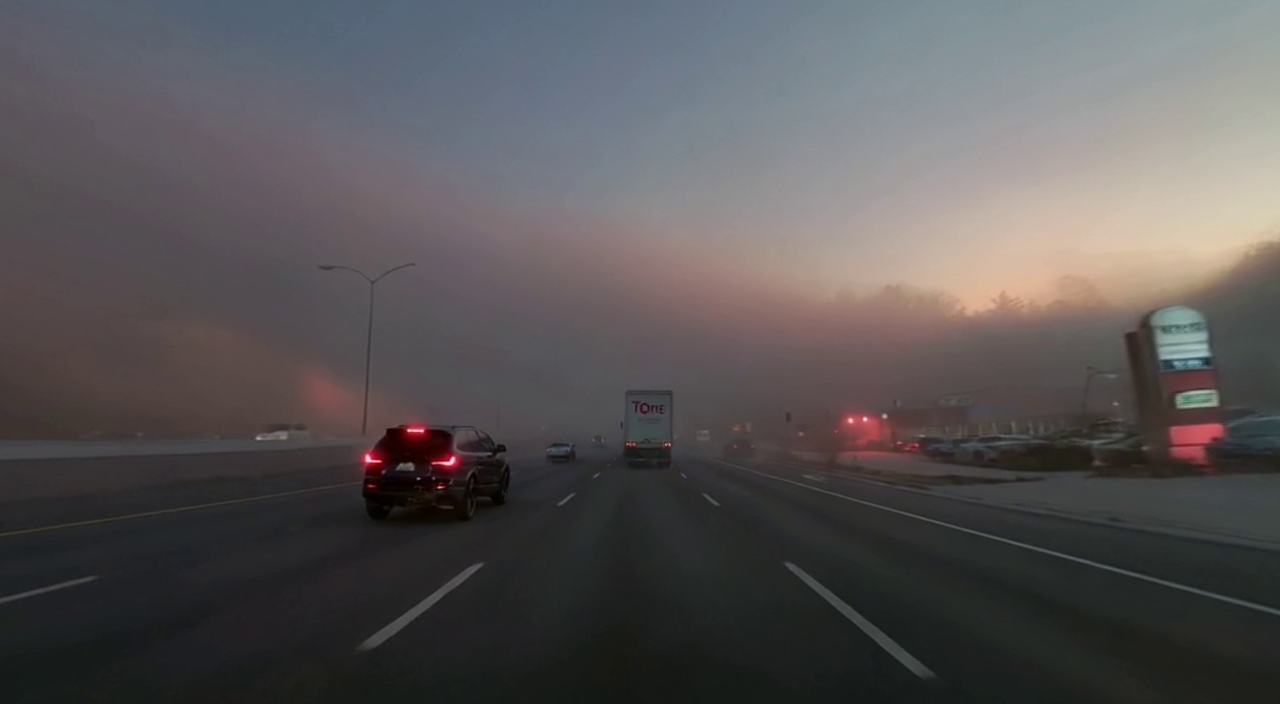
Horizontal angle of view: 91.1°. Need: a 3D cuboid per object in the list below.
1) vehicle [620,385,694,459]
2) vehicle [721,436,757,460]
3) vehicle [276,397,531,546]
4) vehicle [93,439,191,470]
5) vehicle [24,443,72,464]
[{"bbox_3d":[1.549,4.851,42.883,3.657,4.173,13.731,-1,-7,7],"label":"vehicle"},{"bbox_3d":[7.183,7.049,46.103,1.958,1.681,4.109,0,-9,0],"label":"vehicle"},{"bbox_3d":[-3.376,1.847,10.321,2.178,1.826,4.933,0,-9,1],"label":"vehicle"},{"bbox_3d":[-28.853,5.947,36.573,1.959,1.681,4.487,0,-9,1],"label":"vehicle"},{"bbox_3d":[-43.016,7.345,45.578,4.441,1.501,1.924,-7,-11,40],"label":"vehicle"}]
